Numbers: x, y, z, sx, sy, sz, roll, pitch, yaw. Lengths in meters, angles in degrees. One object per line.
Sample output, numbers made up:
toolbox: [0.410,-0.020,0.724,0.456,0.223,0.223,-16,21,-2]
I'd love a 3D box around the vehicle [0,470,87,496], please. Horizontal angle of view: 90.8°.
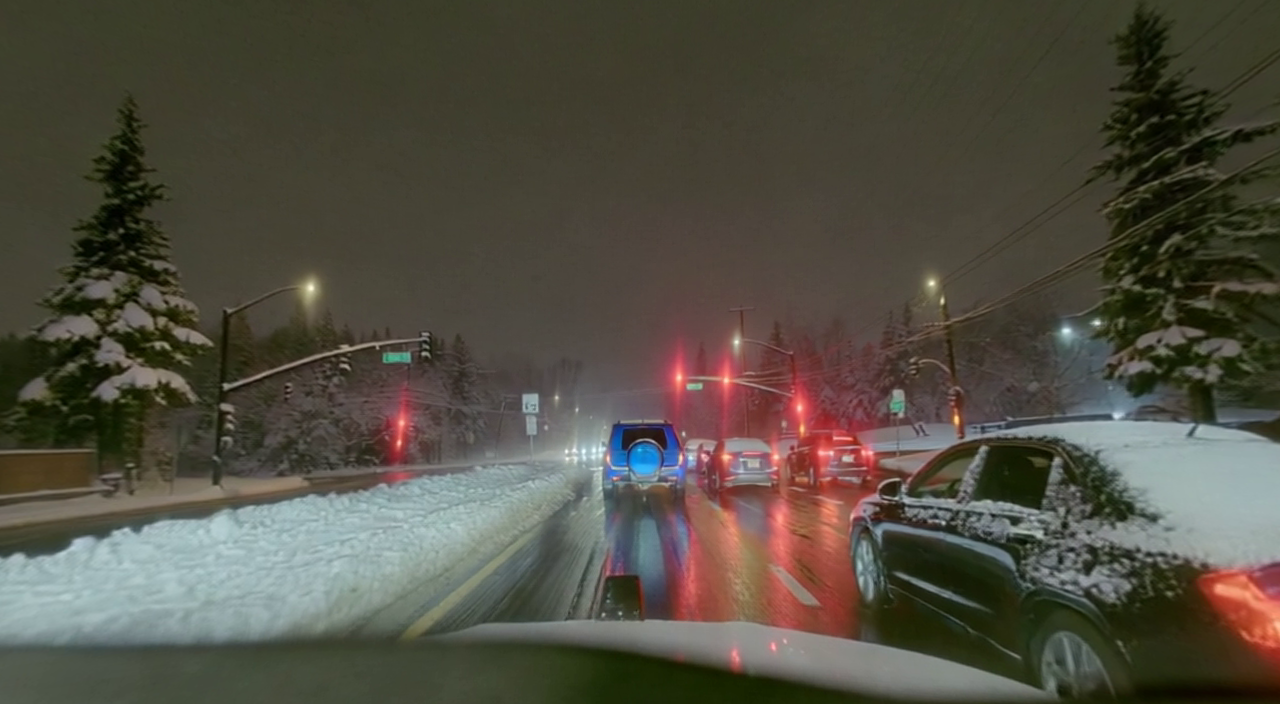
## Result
vehicle: [-37.918,8.179,39.519,4.625,1.455,2.029,0,-8,-3]

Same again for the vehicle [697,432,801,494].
vehicle: [2.861,3.042,17.631,2.025,1.477,4.333,0,-8,-1]

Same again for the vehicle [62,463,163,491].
vehicle: [-33.181,7.845,39.843,4.550,1.601,1.766,1,-9,-6]

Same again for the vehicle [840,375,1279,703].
vehicle: [2.777,1.024,3.305,2.004,1.460,4.297,0,-8,-1]

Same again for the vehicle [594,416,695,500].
vehicle: [0.088,2.722,16.550,2.236,1.856,4.816,0,-8,0]
